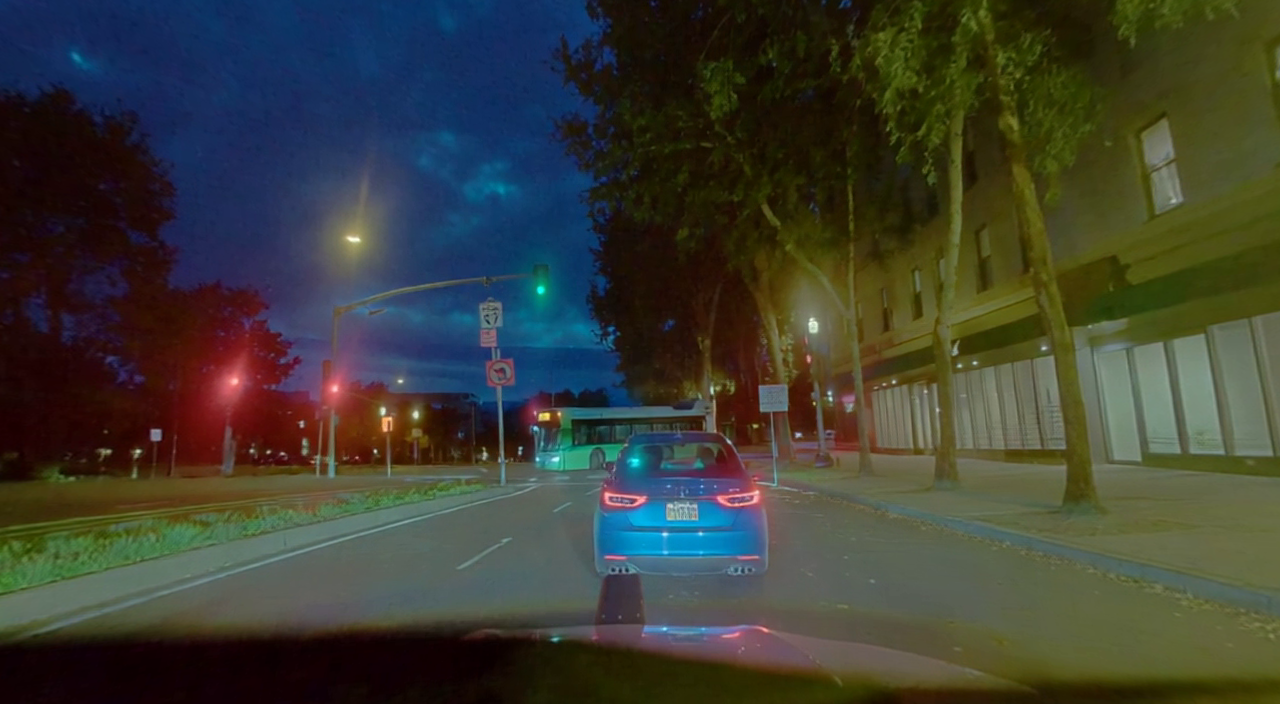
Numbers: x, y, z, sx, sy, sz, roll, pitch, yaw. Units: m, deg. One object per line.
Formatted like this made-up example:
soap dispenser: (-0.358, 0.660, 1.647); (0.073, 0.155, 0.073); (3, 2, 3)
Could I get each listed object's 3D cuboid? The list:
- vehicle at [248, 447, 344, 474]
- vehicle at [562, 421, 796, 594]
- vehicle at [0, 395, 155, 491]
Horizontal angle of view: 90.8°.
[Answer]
vehicle: (-20.330, 6.388, 37.609); (1.883, 1.461, 4.830); (-4, -9, 23)
vehicle: (0.372, 1.627, 7.406); (2.006, 1.470, 3.799); (0, -8, 1)
vehicle: (-25.945, 3.652, 25.346); (2.692, 3.685, 10.153); (-3, -9, 20)
